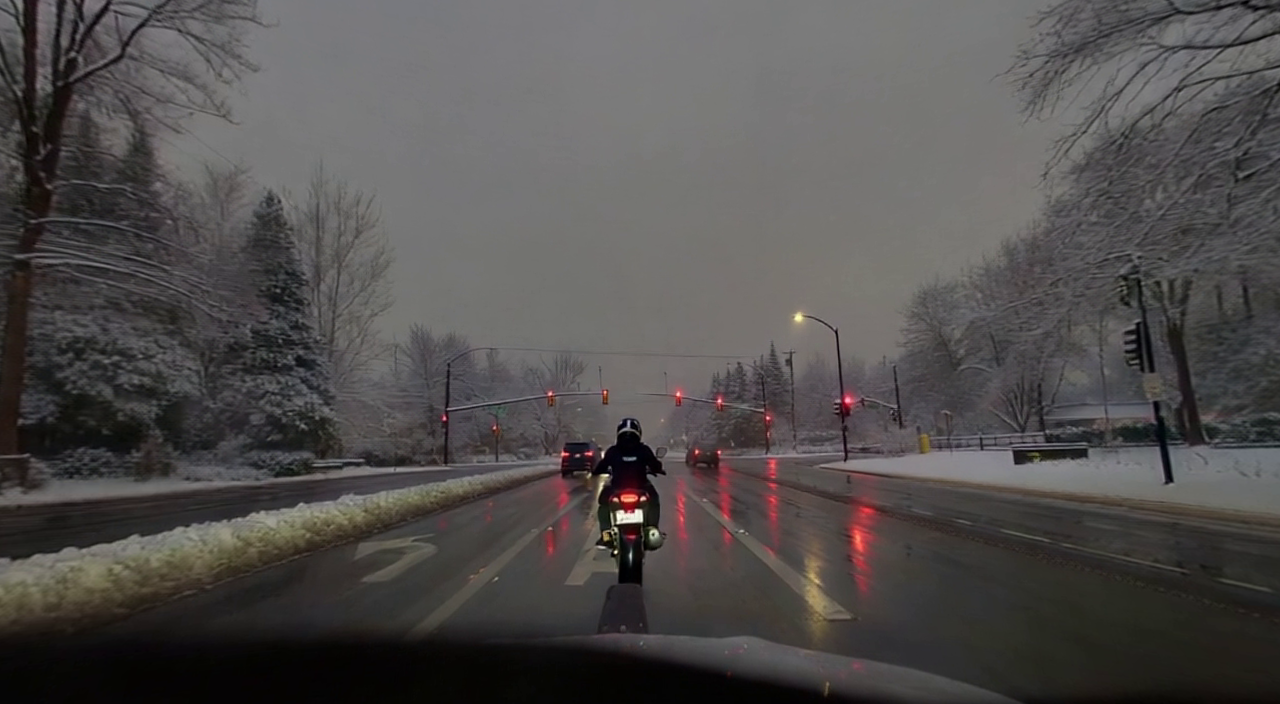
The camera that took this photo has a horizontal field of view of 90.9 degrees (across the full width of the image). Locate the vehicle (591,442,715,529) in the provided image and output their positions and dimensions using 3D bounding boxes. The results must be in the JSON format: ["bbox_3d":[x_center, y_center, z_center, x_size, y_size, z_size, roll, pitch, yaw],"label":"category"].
[{"bbox_3d":[0.208,2.584,12.929,2.093,1.450,4.437,0,-8,0],"label":"vehicle"}]

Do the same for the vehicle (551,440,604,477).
[{"bbox_3d":[-2.979,5.221,31.207,2.056,1.647,5.045,-1,-8,1],"label":"vehicle"}]
